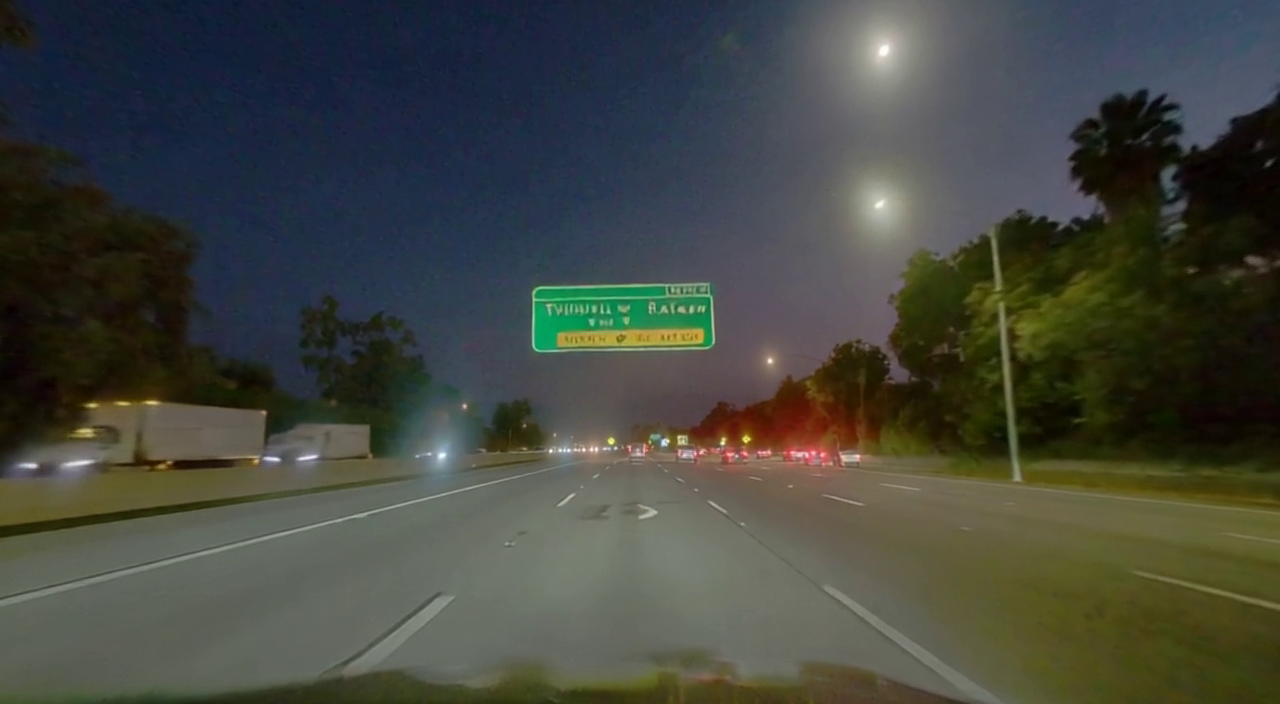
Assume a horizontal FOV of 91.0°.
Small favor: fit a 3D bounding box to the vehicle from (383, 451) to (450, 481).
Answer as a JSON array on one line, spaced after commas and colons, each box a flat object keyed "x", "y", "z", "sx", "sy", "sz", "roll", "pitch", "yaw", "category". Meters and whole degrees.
[{"x": -12.045, "y": 6.152, "z": 34.233, "sx": 1.980, "sy": 1.494, "sz": 4.511, "roll": 0, "pitch": -8, "yaw": 0, "category": "vehicle"}]

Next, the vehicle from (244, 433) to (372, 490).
[{"x": -15.872, "y": 5.248, "z": 30.670, "sx": 2.780, "sy": 2.467, "sz": 6.067, "roll": 0, "pitch": -8, "yaw": 1, "category": "vehicle"}]

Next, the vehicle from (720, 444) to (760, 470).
[{"x": 6.807, "y": 7.161, "z": 43.098, "sx": 1.902, "sy": 1.623, "sz": 4.360, "roll": 0, "pitch": -8, "yaw": -2, "category": "vehicle"}]

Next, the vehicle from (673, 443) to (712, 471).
[{"x": 3.329, "y": 6.719, "z": 40.632, "sx": 2.035, "sy": 1.704, "sz": 3.867, "roll": 0, "pitch": -8, "yaw": -2, "category": "vehicle"}]

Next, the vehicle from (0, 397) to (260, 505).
[{"x": -19.625, "y": 3.915, "z": 25.301, "sx": 3.038, "sy": 3.554, "sz": 8.784, "roll": 0, "pitch": -8, "yaw": 0, "category": "vehicle"}]
